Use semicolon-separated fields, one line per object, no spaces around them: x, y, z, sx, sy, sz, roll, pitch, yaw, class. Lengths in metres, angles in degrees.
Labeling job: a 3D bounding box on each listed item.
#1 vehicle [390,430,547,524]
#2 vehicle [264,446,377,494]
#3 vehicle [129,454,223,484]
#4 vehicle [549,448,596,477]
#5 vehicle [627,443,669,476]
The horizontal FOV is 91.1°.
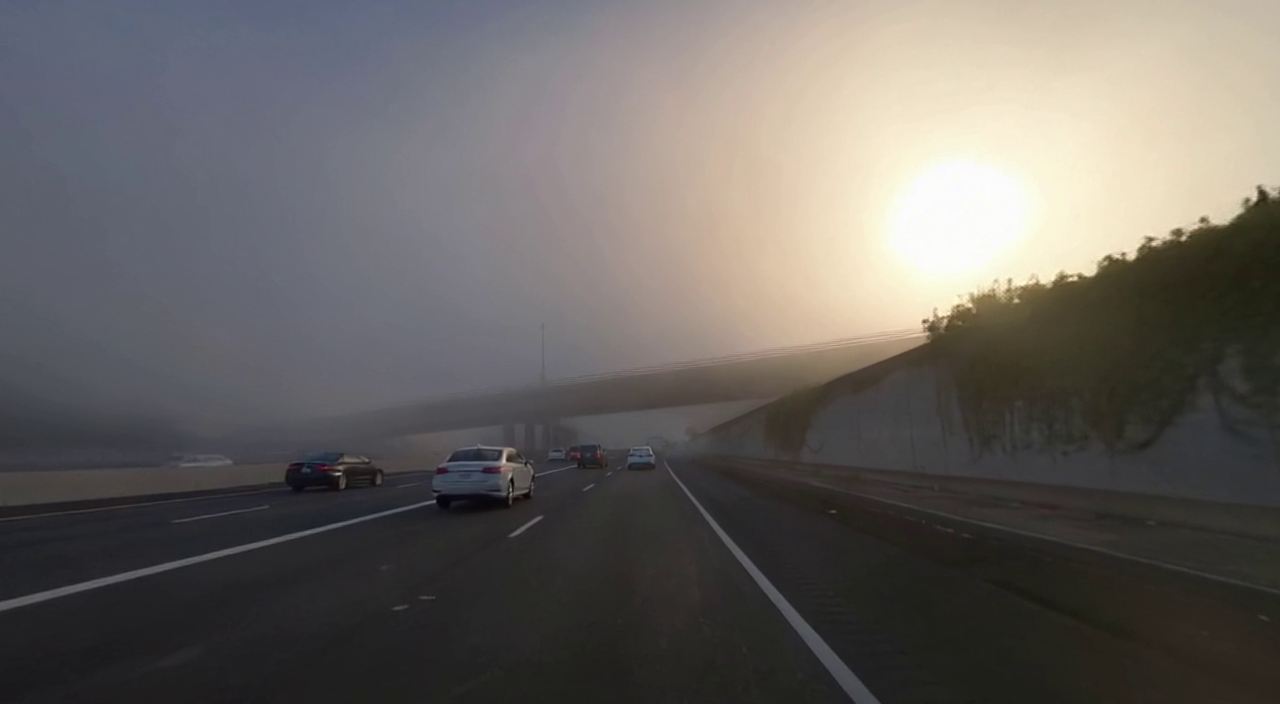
-3.586;2.698;14.168;2.161;1.759;4.482;0;-8;1;vehicle
-11.996;4.414;23.950;1.954;1.640;4.339;0;-8;1;vehicle
-32.527;8.182;44.307;2.189;1.871;5.706;0;-8;1;vehicle
-3.680;6.079;34.812;1.997;1.490;4.471;0;-8;2;vehicle
0.422;5.757;33.894;2.160;1.678;4.178;0;-8;0;vehicle
